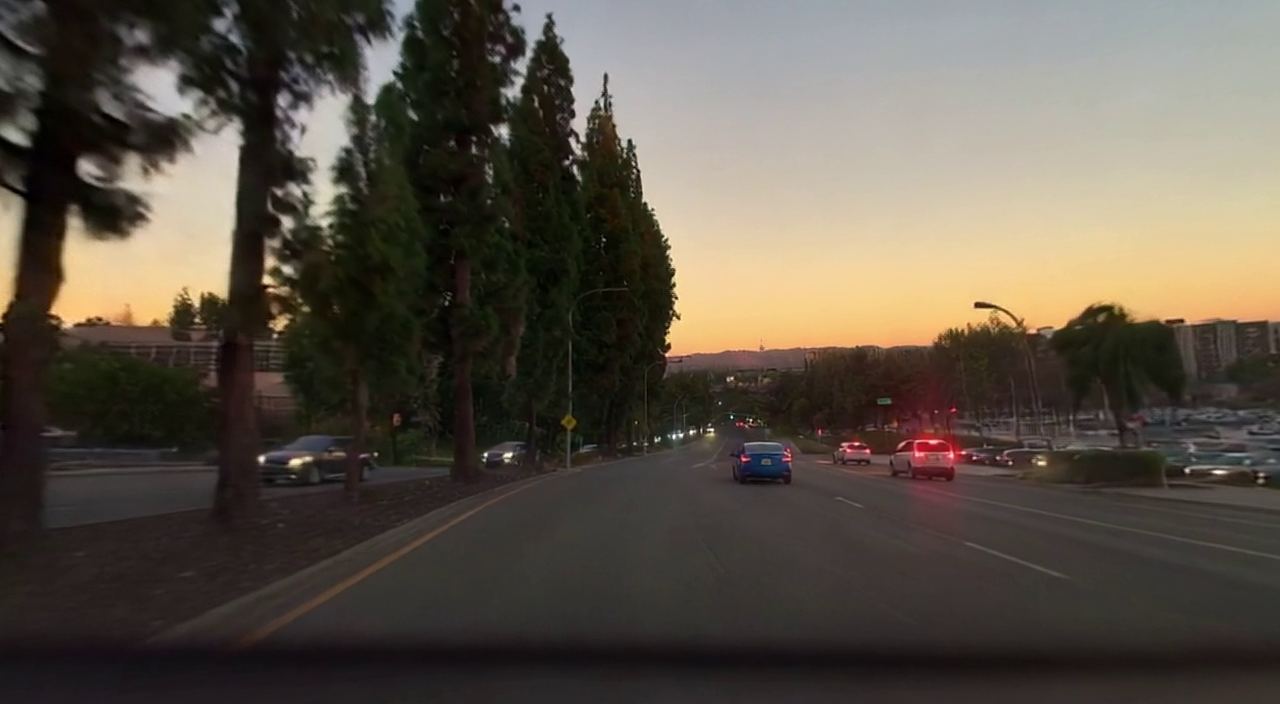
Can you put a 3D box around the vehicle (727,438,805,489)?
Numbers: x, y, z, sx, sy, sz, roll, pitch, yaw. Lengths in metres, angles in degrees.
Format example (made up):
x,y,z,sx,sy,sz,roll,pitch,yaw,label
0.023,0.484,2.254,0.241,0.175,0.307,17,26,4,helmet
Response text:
x,y,z,sx,sy,sz,roll,pitch,yaw,label
4.343,3.893,22.389,2.145,1.603,4.369,0,-9,4,vehicle

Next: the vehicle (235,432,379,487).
x,y,z,sx,sy,sz,roll,pitch,yaw,label
-10.592,3.446,20.516,1.990,1.581,4.706,0,-9,2,vehicle

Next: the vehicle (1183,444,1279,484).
x,y,z,sx,sy,sz,roll,pitch,yaw,label
28.096,5.151,29.310,4.544,1.677,1.963,2,-7,-16,vehicle

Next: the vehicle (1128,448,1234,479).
x,y,z,sx,sy,sz,roll,pitch,yaw,label
27.328,5.593,31.825,4.327,1.466,1.787,2,-8,-14,vehicle

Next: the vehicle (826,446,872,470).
x,y,z,sx,sy,sz,roll,pitch,yaw,label
13.713,6.947,41.485,1.928,1.488,4.361,-1,-9,5,vehicle

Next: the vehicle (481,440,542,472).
x,y,z,sx,sy,sz,roll,pitch,yaw,label
-6.870,5.595,34.084,1.873,1.625,4.104,-1,-9,8,vehicle
